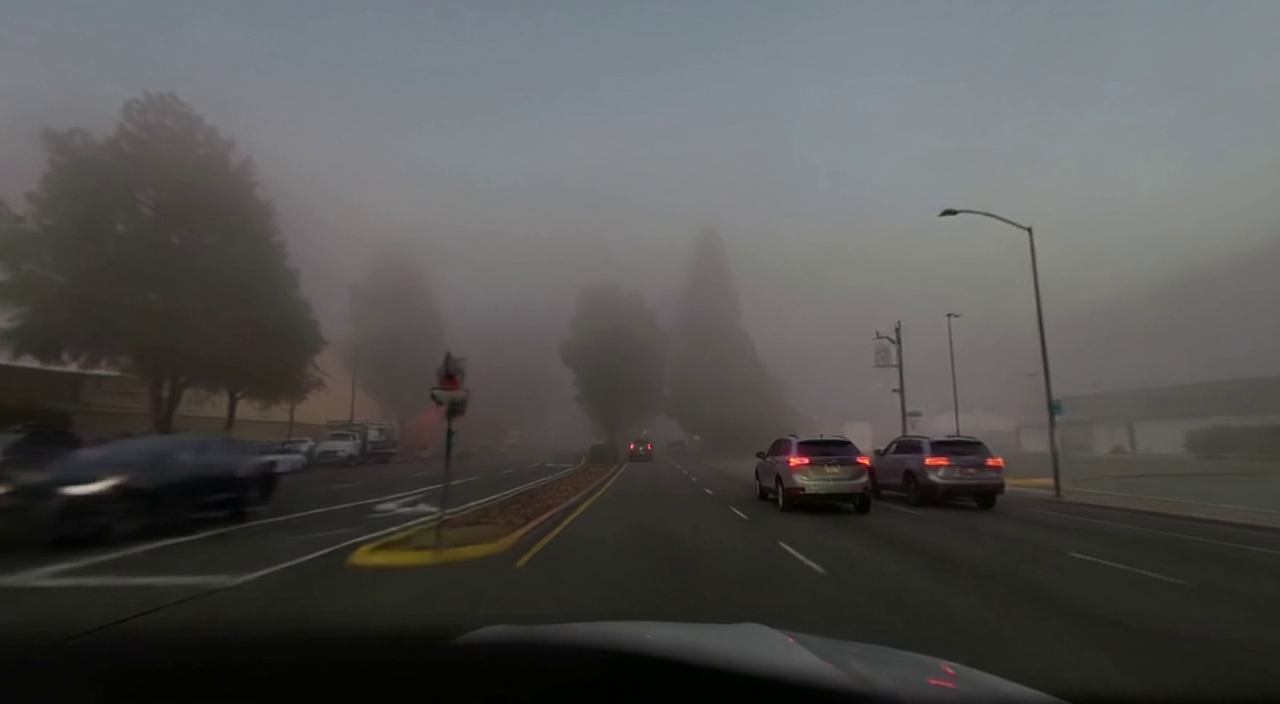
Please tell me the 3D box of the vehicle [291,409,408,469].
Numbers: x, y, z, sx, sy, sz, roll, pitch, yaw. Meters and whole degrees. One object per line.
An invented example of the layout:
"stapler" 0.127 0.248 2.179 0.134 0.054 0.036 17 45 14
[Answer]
"vehicle" -18.559 5.750 41.293 2.935 3.431 9.380 -1 -9 2

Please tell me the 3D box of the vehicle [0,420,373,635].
"vehicle" -4.792 1.512 6.546 2.084 1.415 4.580 0 -8 -1

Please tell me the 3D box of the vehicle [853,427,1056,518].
"vehicle" 6.914 2.684 14.650 2.134 1.738 4.833 0 -8 -1

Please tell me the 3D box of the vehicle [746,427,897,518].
"vehicle" 3.688 2.524 13.652 2.072 1.669 3.836 0 -8 0
